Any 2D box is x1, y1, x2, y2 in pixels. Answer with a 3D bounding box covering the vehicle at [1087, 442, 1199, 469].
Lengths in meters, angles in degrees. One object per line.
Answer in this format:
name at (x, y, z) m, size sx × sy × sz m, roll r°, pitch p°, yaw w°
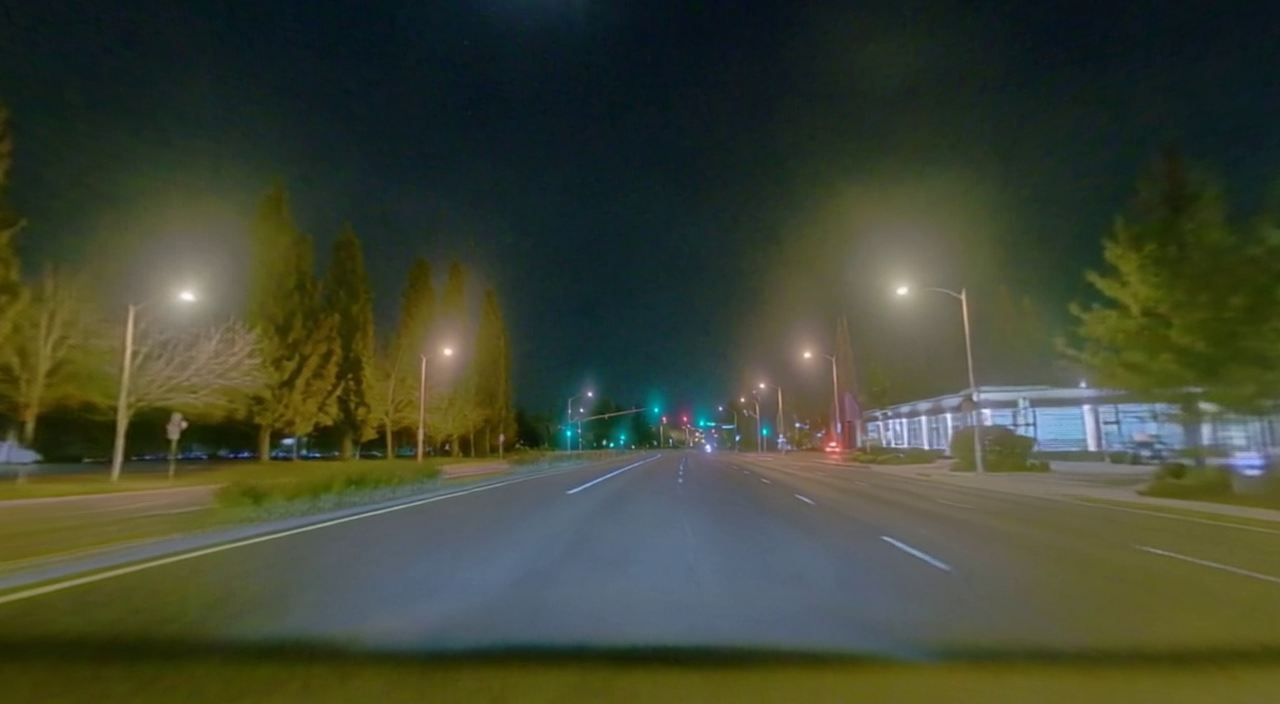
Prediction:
vehicle at (27.971, 5.748, 35.046) m, size 4.440 × 1.378 × 1.936 m, roll 0°, pitch -7°, yaw 6°
